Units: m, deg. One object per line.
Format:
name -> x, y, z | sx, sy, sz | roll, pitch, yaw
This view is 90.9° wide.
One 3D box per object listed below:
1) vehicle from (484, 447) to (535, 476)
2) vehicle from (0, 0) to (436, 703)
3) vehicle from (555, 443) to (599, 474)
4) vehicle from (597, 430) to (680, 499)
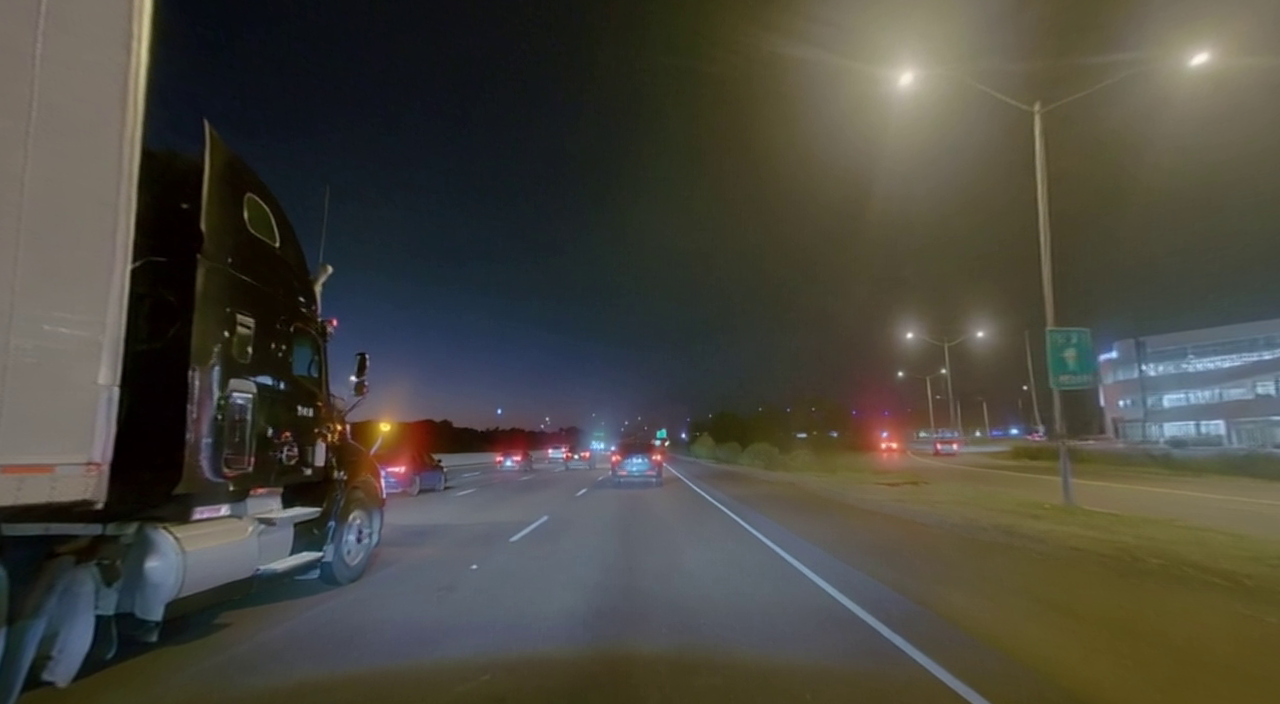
vehicle -> -7.124, 6.019, 34.861 | 1.869, 1.466, 4.217 | 0, -9, 1
vehicle -> -3.828, -0.430, 2.326 | 2.990, 3.885, 8.540 | 0, -9, 2
vehicle -> -3.482, 5.976, 35.544 | 1.952, 1.649, 4.131 | 0, -9, 1
vehicle -> -0.014, 3.227, 18.376 | 2.152, 1.779, 3.924 | 0, -9, 1
